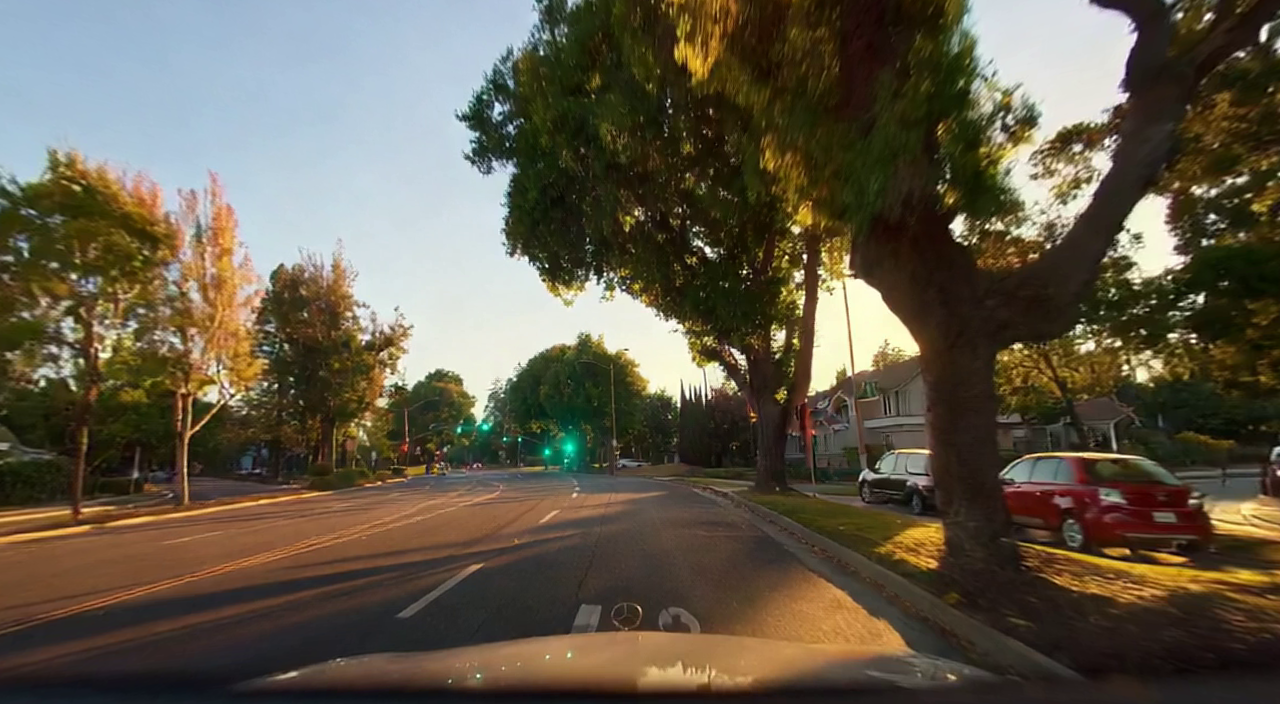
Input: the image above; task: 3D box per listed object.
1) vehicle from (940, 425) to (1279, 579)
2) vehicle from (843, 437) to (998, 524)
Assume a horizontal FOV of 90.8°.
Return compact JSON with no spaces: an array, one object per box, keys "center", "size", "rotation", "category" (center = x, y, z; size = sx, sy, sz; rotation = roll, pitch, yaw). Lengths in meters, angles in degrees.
[{"center":[7.592,2.329,10.976],"size":[2.193,1.872,4.684],"rotation":[-5,-7,-2],"category":"vehicle"},{"center":[7.625,3.488,17.969],"size":[2.456,2.057,5.270],"rotation":[-1,-8,6],"category":"vehicle"}]
